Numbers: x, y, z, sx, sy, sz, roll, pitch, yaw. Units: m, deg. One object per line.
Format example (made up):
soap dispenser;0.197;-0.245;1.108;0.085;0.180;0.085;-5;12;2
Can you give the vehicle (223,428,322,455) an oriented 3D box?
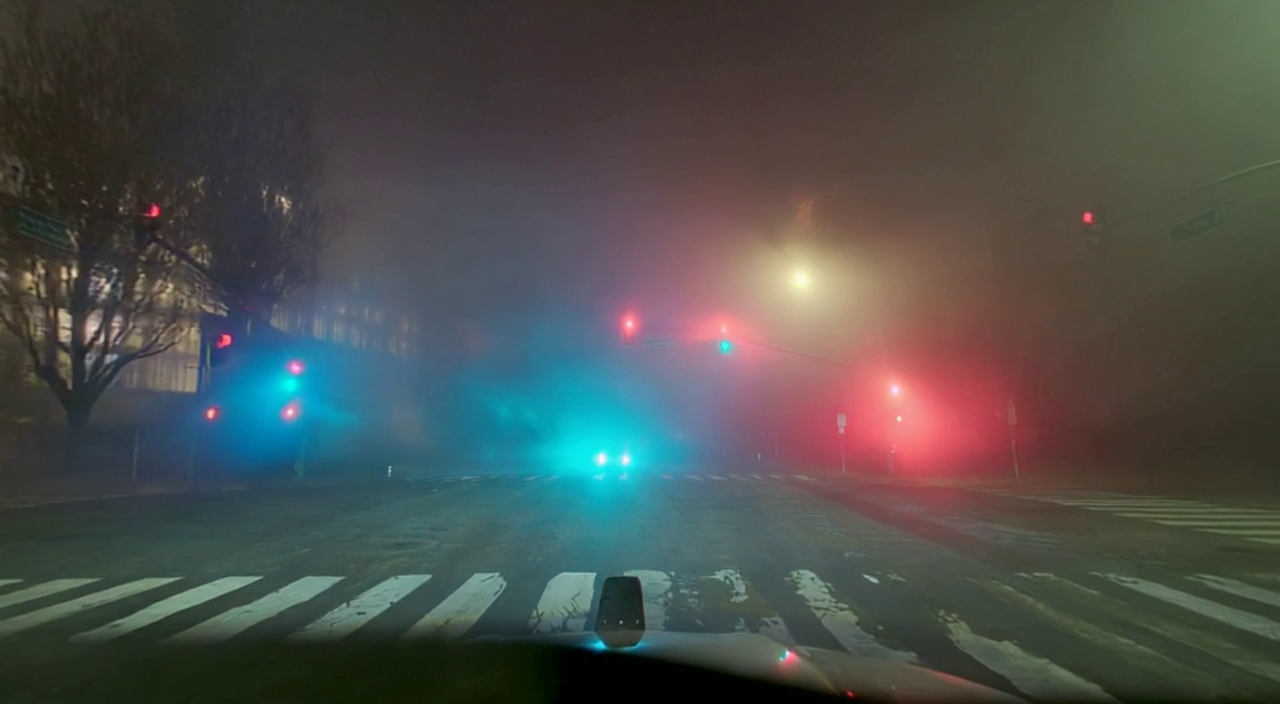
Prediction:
vehicle;-22.407;5.510;38.709;4.765;1.593;1.891;1;-9;-8
